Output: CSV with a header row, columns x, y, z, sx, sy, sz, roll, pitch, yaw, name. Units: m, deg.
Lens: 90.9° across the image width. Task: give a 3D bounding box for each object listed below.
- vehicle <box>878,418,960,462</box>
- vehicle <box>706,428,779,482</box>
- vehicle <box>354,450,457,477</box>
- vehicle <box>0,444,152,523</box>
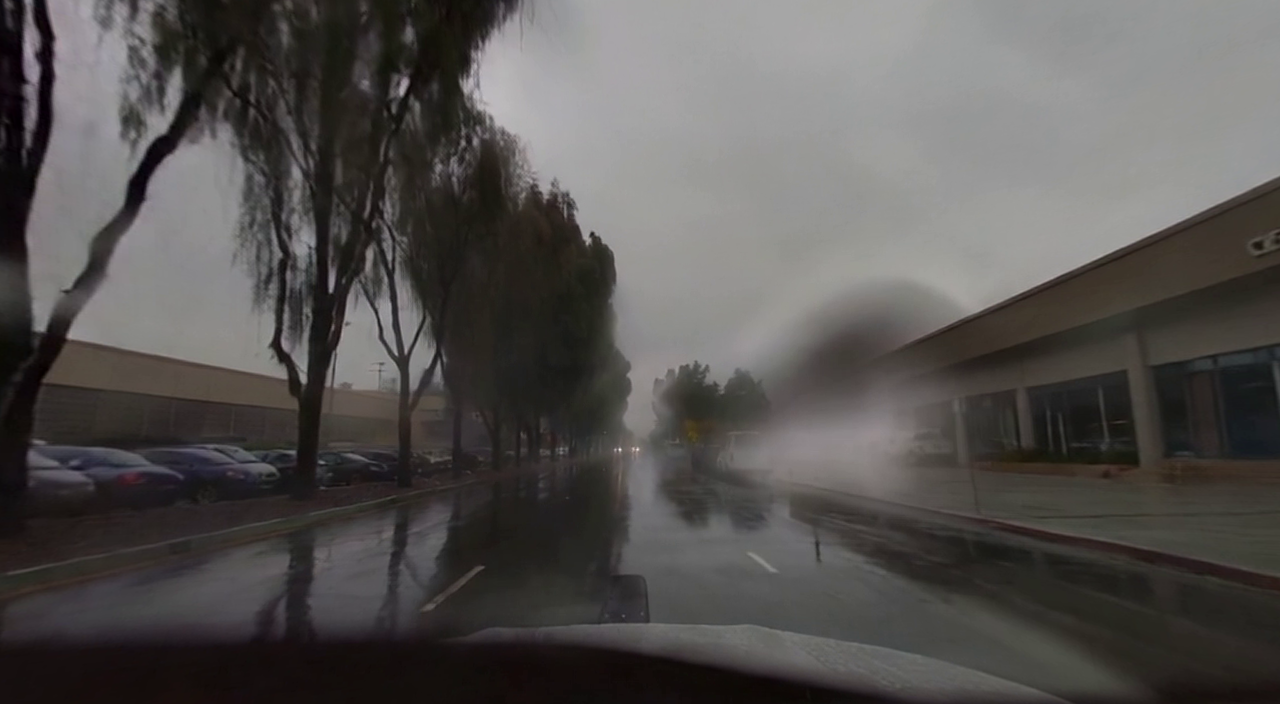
x,y,z,sx,sy,sz,roll,pitch,yaw,name
18.167,5.864,41.574,2.341,2.648,6.024,1,-9,-3,vehicle
5.156,5.330,32.771,2.596,2.509,6.178,0,-9,-2,vehicle
-13.857,6.604,37.496,5.269,1.491,2.133,0,-9,1,vehicle
-13.695,2.768,13.585,4.561,1.531,2.147,0,-9,1,vehicle
